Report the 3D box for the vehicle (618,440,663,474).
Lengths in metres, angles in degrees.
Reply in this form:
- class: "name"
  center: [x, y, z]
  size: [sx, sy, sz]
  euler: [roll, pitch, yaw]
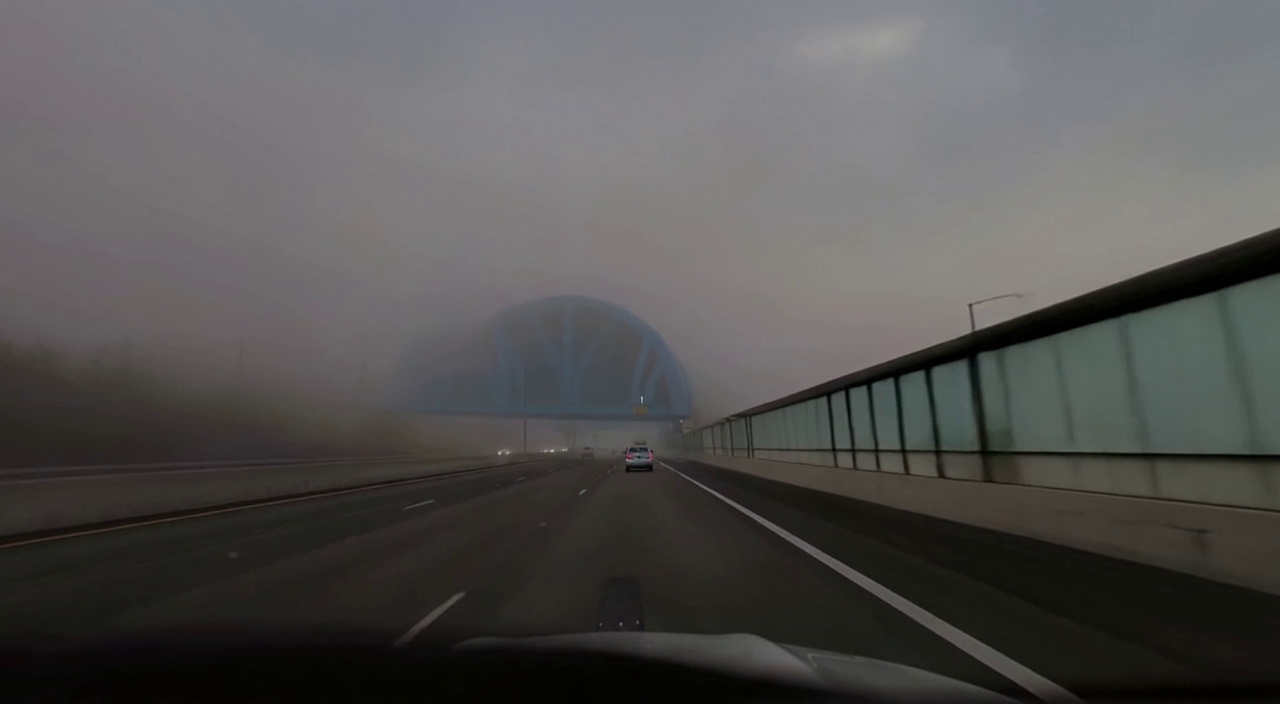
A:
- class: "vehicle"
  center: [0.013, 5.671, 34.272]
  size: [2.299, 1.716, 4.579]
  euler: [0, -9, -1]
